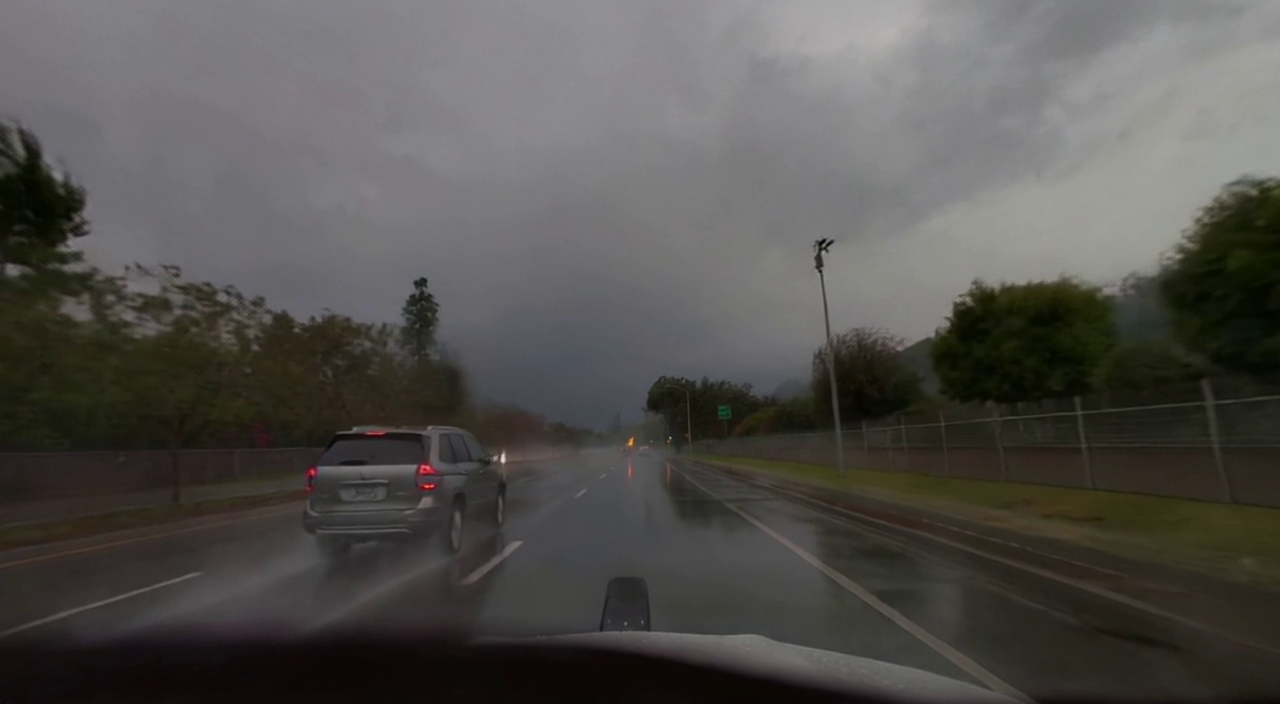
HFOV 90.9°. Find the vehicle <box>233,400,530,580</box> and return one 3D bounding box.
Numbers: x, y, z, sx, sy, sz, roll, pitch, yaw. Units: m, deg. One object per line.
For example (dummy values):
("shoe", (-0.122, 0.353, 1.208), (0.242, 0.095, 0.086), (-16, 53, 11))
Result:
("vehicle", (-3.106, 1.774, 8.968), (2.160, 1.855, 4.695), (0, -8, 1))
